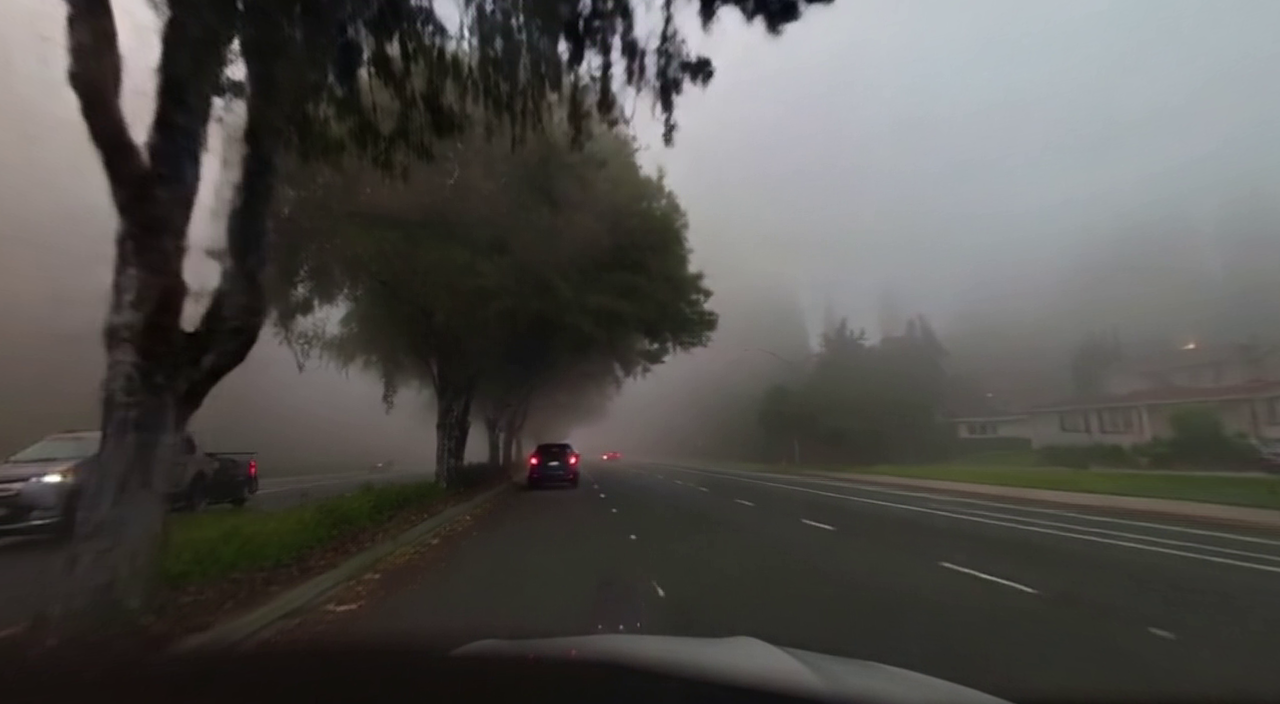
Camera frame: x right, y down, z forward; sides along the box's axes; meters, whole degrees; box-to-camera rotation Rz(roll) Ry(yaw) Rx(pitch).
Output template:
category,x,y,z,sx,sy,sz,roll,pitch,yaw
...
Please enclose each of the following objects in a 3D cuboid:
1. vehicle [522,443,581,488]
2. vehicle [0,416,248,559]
category,x,y,z,sx,sy,sz,roll,pitch,yaw
vehicle,-3.410,4.427,25.052,2.093,1.591,4.247,1,-9,-5
vehicle,-9.995,2.379,11.896,2.386,2.101,4.923,1,-9,-6
